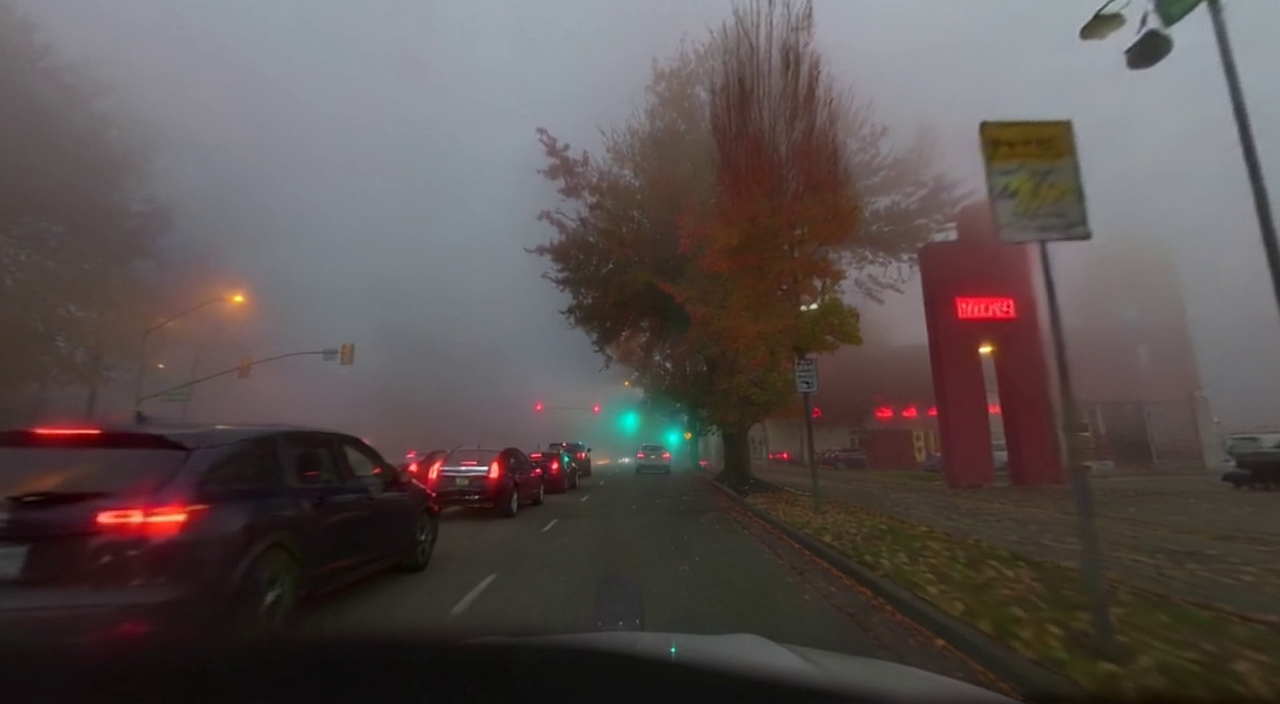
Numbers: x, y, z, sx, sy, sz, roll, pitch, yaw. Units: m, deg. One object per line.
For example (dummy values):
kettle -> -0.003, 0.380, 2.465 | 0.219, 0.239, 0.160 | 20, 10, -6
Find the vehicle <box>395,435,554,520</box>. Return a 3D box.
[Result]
vehicle -> -3.366, 2.667, 13.989 | 2.090, 1.506, 4.823 | 0, -9, 1

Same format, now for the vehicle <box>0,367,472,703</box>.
vehicle -> -3.108, 1.233, 5.073 | 2.165, 1.663, 4.513 | 0, -9, 1

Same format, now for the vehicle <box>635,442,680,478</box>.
vehicle -> 0.824, 5.455, 32.047 | 2.144, 1.704, 4.028 | 0, -9, 0
